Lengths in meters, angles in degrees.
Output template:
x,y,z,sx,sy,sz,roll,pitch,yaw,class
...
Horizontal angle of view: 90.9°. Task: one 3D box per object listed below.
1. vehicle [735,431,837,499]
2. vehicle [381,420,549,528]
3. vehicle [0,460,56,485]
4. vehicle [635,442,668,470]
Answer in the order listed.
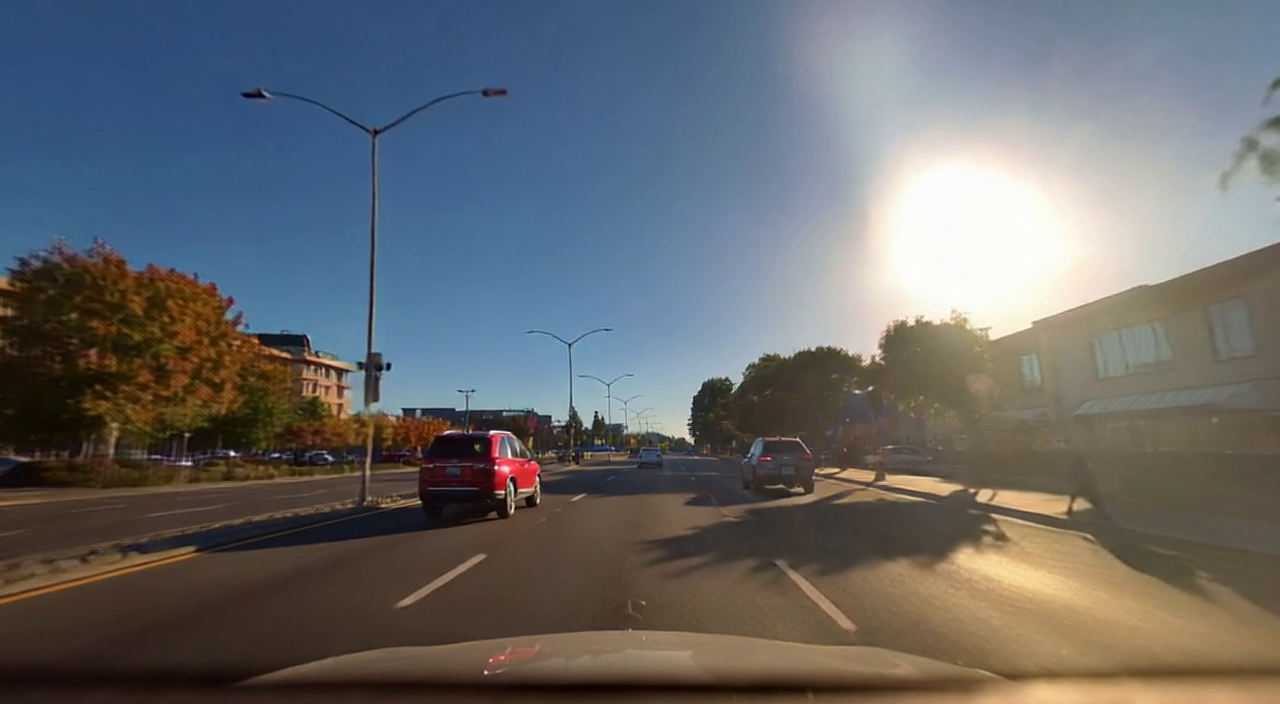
x,y,z,sx,sy,sz,roll,pitch,yaw,class
4.201,3.313,18.919,2.083,1.779,4.347,0,-8,1,vehicle
-3.307,2.405,13.006,2.047,1.810,4.414,0,-8,2,vehicle
-42.702,8.160,42.885,3.983,1.567,1.860,0,-8,2,vehicle
0.761,6.737,40.949,2.067,1.702,3.987,0,-8,2,vehicle
